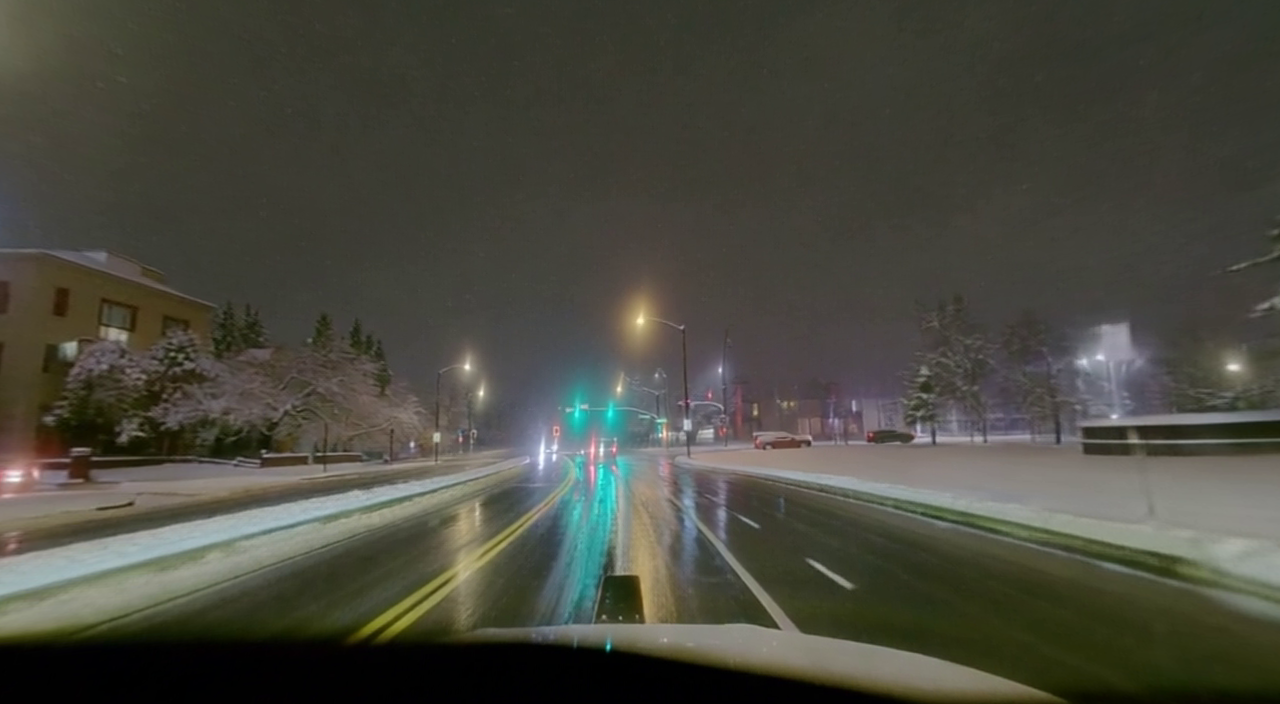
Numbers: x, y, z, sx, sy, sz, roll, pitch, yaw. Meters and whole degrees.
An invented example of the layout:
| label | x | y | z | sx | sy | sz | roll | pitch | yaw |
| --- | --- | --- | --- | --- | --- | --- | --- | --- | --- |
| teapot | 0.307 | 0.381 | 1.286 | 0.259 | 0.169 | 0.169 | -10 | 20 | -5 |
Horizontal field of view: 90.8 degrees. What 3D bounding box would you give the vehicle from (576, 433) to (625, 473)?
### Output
| label | x | y | z | sx | sy | sz | roll | pitch | yaw |
| --- | --- | --- | --- | --- | --- | --- | --- | --- | --- |
| vehicle | -1.916 | 4.922 | 31.080 | 2.230 | 1.827 | 4.298 | 0 | -8 | -3 |
